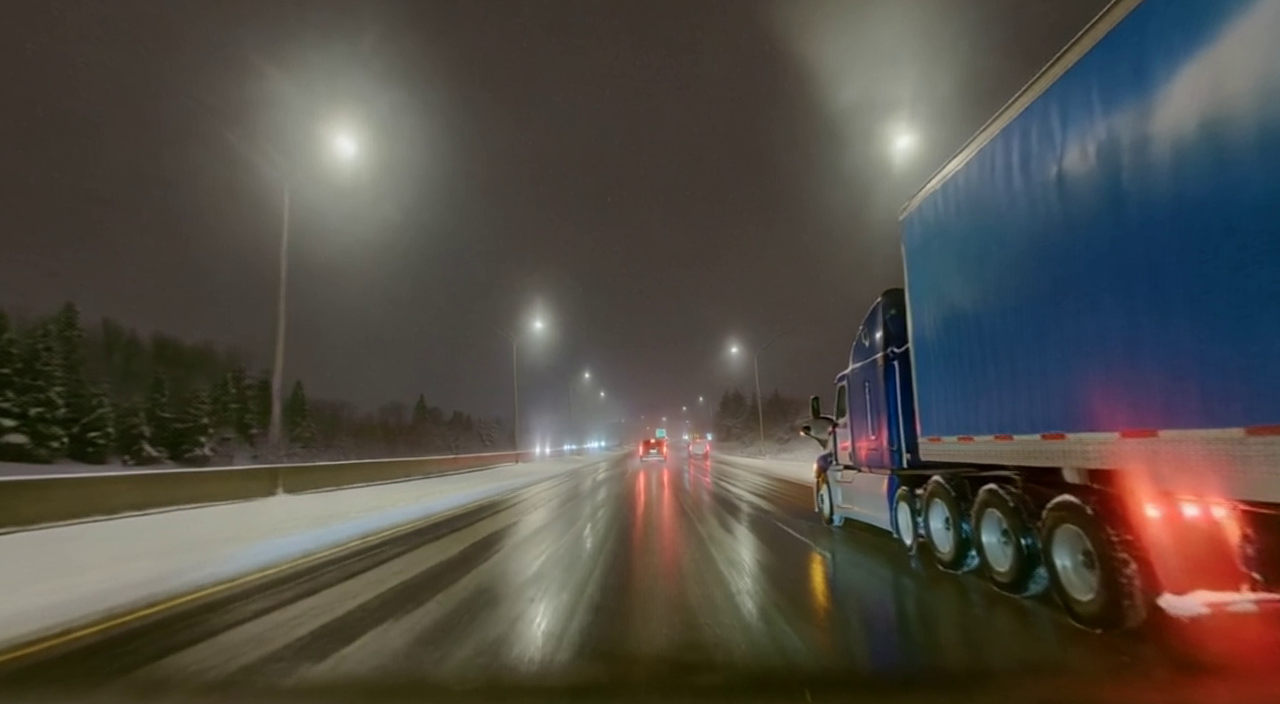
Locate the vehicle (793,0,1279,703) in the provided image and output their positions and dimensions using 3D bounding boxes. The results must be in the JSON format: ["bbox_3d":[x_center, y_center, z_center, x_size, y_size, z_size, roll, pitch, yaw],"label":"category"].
[{"bbox_3d":[4.411,0.425,7.590,3.030,3.985,8.655,-1,-9,1],"label":"vehicle"}]

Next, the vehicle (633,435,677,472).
[{"bbox_3d":[0.752,5.462,34.127,2.205,1.860,4.301,0,-9,0],"label":"vehicle"}]
